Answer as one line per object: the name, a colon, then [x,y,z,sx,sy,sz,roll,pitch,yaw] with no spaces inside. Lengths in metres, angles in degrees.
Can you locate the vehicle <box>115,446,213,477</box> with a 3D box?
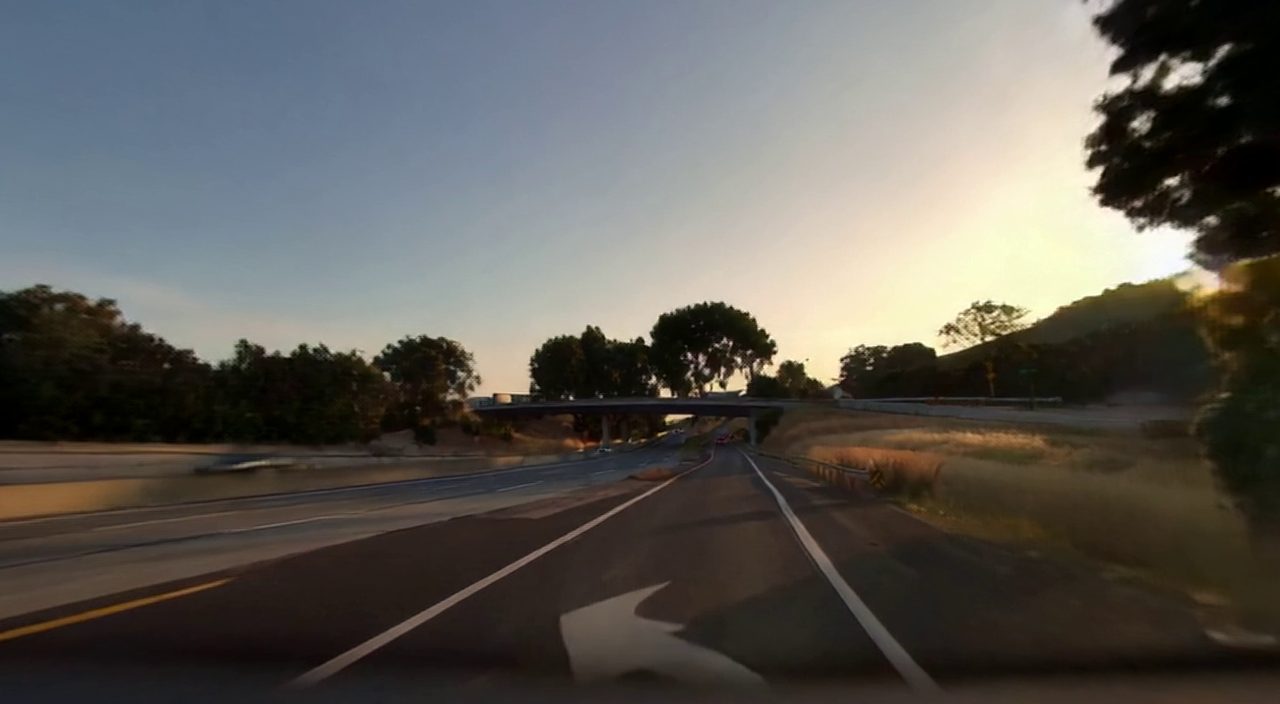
vehicle: [-22.654,5.202,30.160,1.648,1.394,3.439,-2,-9,11]
